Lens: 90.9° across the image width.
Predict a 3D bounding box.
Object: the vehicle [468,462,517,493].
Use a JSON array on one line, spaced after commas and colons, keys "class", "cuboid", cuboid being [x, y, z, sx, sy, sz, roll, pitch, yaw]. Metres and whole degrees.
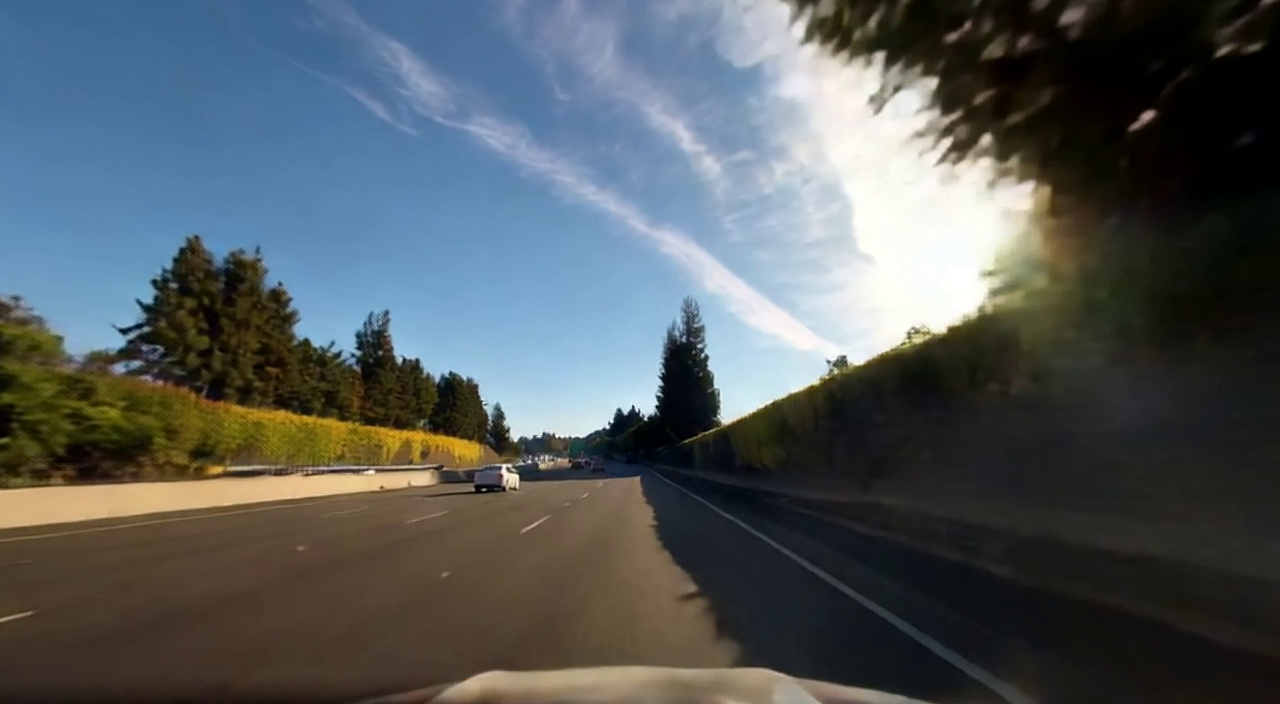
[{"class": "vehicle", "cuboid": [-7.794, 6.680, 33.659, 1.742, 1.494, 3.795, -1, -10, -1]}]
